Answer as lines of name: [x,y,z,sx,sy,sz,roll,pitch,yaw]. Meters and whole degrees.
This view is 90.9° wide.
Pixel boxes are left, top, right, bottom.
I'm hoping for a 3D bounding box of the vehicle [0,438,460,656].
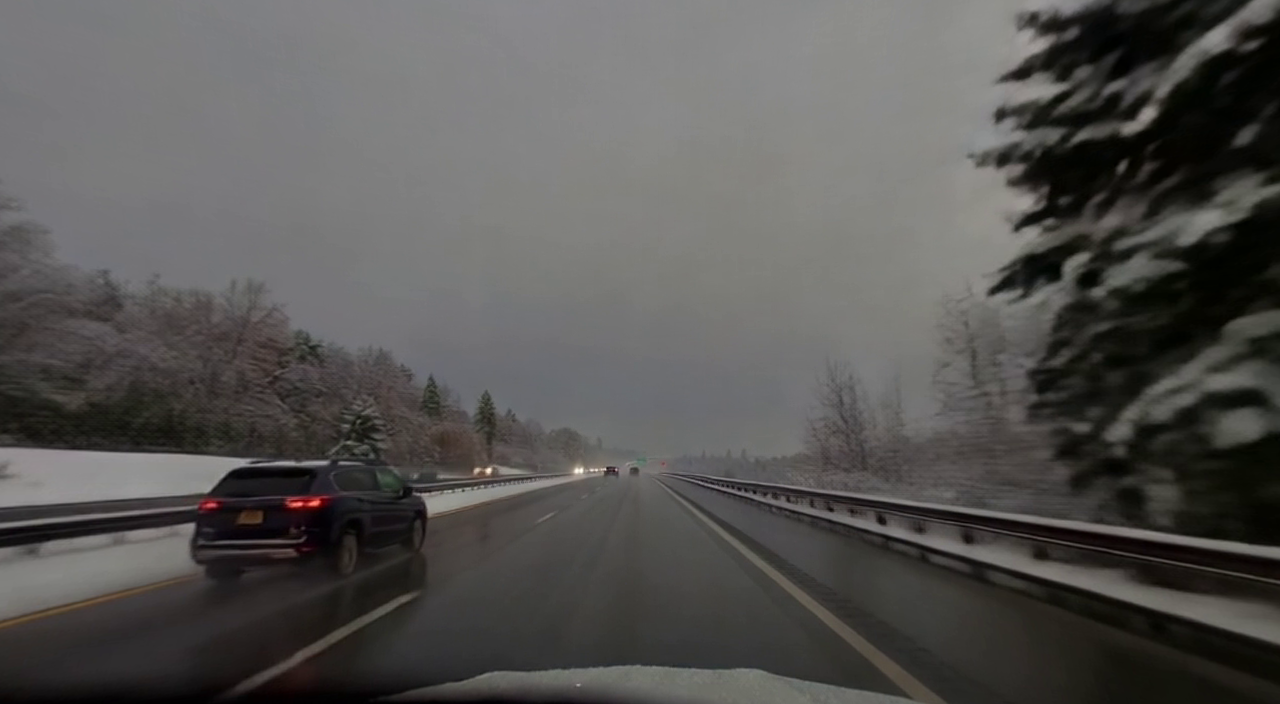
vehicle: [-3.813,1.801,6.895,2.146,1.441,5.020,1,-10,1]
